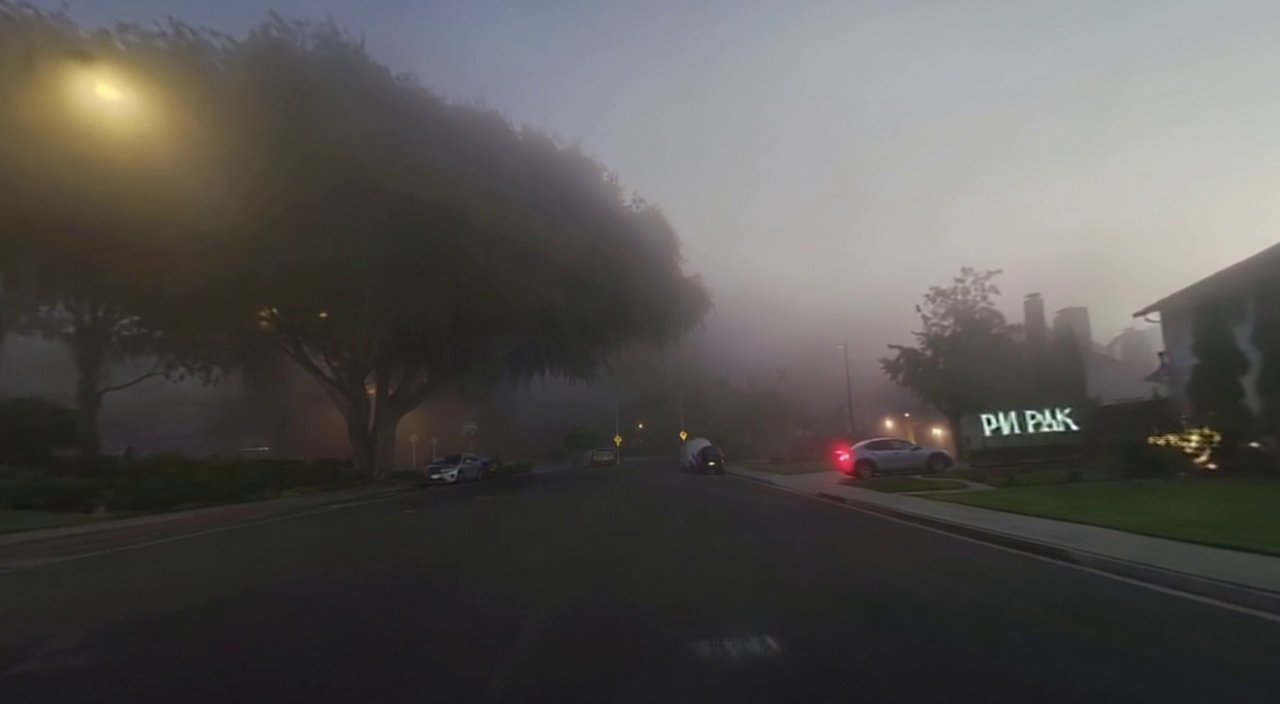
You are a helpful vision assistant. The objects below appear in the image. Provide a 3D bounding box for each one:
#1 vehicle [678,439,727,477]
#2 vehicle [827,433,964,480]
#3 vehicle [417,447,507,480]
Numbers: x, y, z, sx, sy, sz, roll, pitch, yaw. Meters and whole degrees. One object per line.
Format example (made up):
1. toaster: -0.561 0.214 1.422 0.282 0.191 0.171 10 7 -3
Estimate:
1. vehicle: 3.347 5.802 34.834 2.051 1.925 4.625 0 -9 -3
2. vehicle: 10.405 4.275 25.991 4.733 1.843 2.005 0 -9 1
3. vehicle: -10.389 6.486 37.061 4.620 1.695 2.004 5 -11 -39
